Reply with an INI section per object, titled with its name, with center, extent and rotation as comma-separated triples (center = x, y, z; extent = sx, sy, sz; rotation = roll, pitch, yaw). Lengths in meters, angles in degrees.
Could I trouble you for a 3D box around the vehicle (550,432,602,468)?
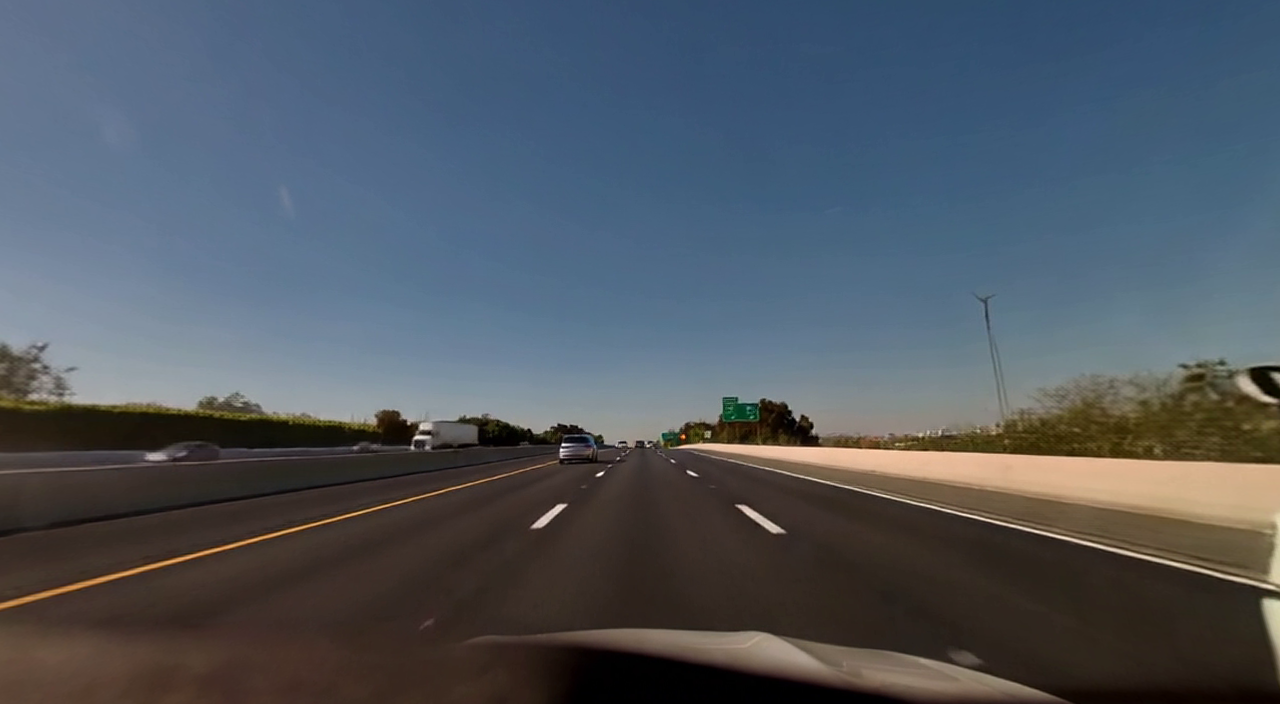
[vehicle]
center = -3.206, 5.042, 32.666
extent = 2.189, 1.707, 4.692
rotation = 0, -8, 0
